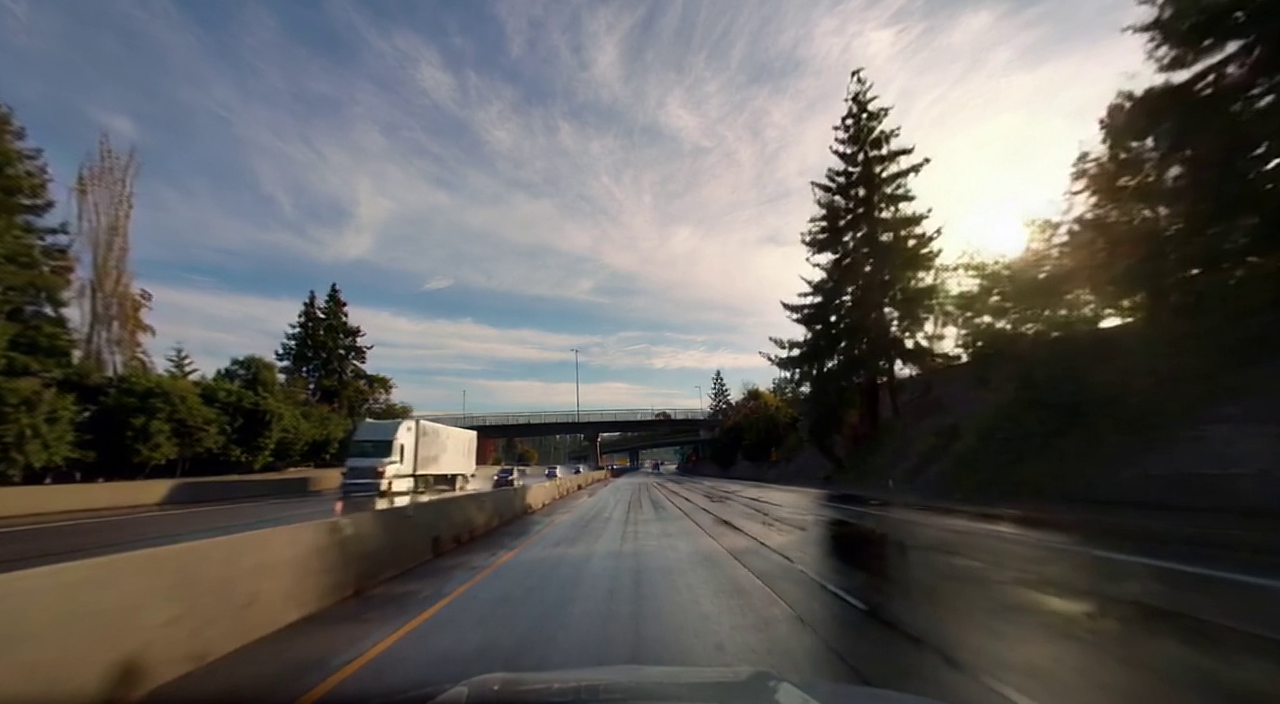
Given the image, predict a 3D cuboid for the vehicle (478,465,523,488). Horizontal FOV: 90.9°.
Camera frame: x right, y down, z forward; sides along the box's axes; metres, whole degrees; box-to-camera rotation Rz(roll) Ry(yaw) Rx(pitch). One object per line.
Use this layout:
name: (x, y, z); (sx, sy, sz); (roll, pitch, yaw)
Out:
vehicle: (-9.115, 8.189, 41.540); (1.903, 1.395, 4.235); (1, -10, 1)

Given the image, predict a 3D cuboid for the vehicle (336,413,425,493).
vehicle: (-13.488, 5.316, 33.059); (3.038, 3.896, 3.252); (1, -10, 0)
